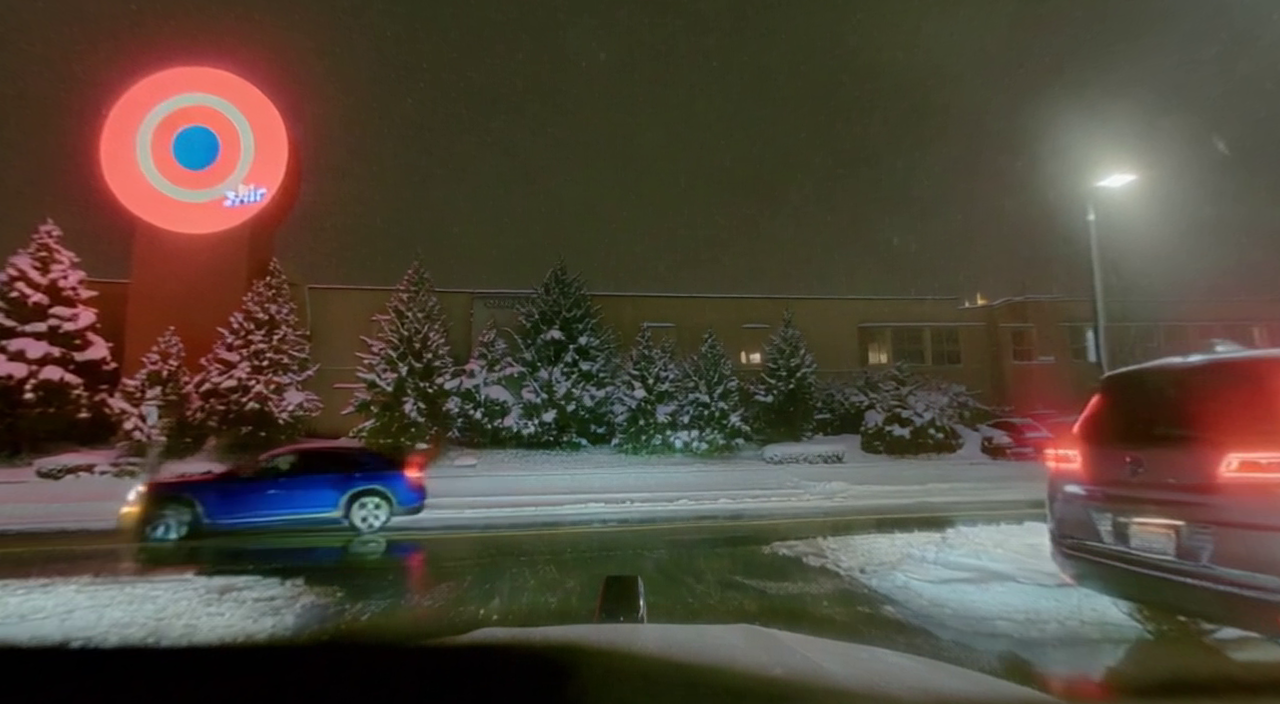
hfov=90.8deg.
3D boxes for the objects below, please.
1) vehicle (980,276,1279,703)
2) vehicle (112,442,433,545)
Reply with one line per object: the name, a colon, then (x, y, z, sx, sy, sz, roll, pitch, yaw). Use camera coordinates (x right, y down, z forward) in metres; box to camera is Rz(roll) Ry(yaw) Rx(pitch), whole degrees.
vehicle: (4.978, 0.780, 3.430, 4.864, 1.916, 2.413, 1, -8, -5)
vehicle: (-6.896, 2.686, 12.485, 4.957, 1.788, 2.092, 1, -8, -7)
